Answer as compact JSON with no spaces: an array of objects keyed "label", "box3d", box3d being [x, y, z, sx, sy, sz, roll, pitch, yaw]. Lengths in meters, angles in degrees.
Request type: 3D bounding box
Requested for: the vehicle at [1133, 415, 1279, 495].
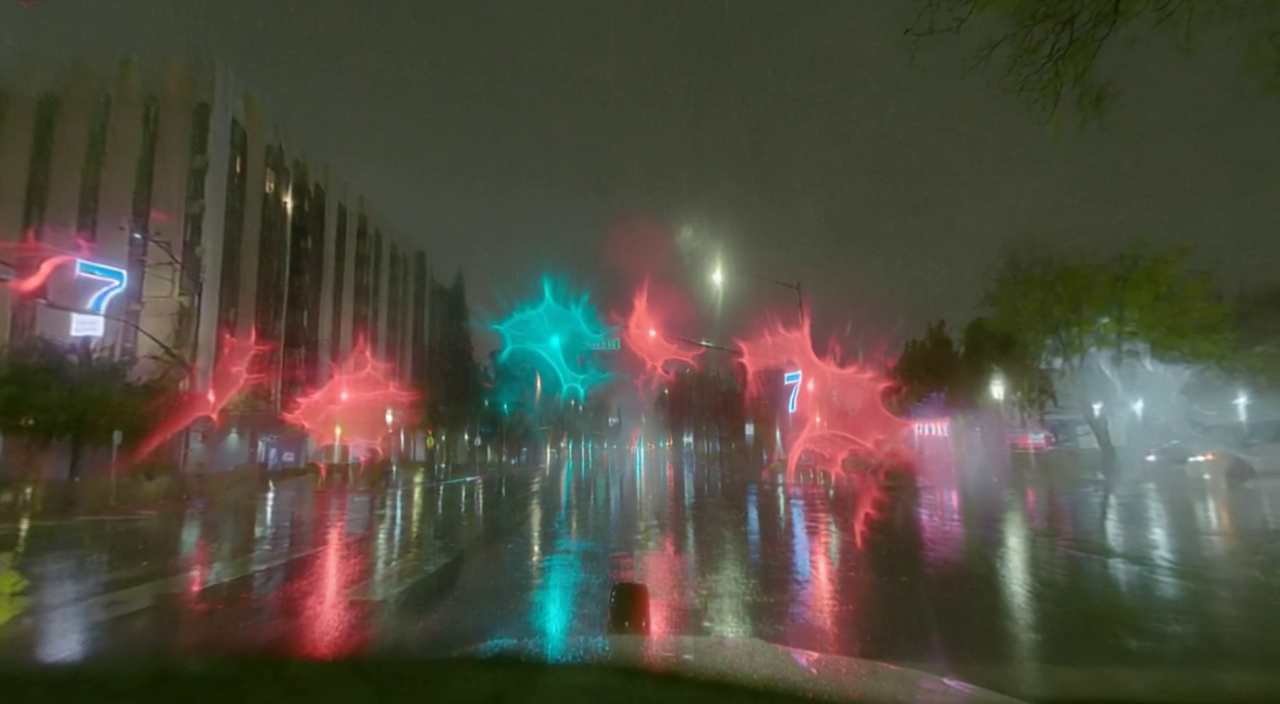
[{"label":"vehicle","box3d":[15.384,2.504,15.478,4.836,1.795,1.957,0,-9,0]}]
